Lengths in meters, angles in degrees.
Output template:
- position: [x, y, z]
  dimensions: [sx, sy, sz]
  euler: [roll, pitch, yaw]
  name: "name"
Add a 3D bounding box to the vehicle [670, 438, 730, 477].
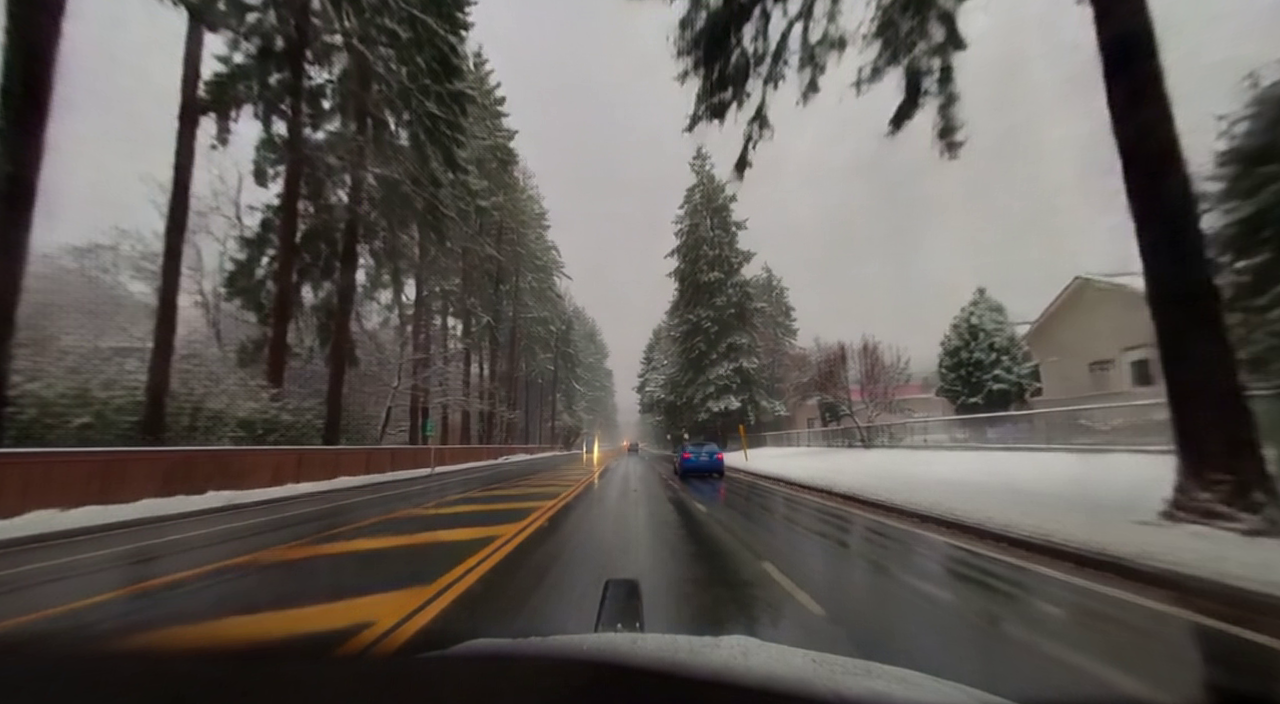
- position: [2.415, 4.365, 26.499]
  dimensions: [1.991, 1.476, 4.153]
  euler: [0, -8, -2]
  name: "vehicle"
